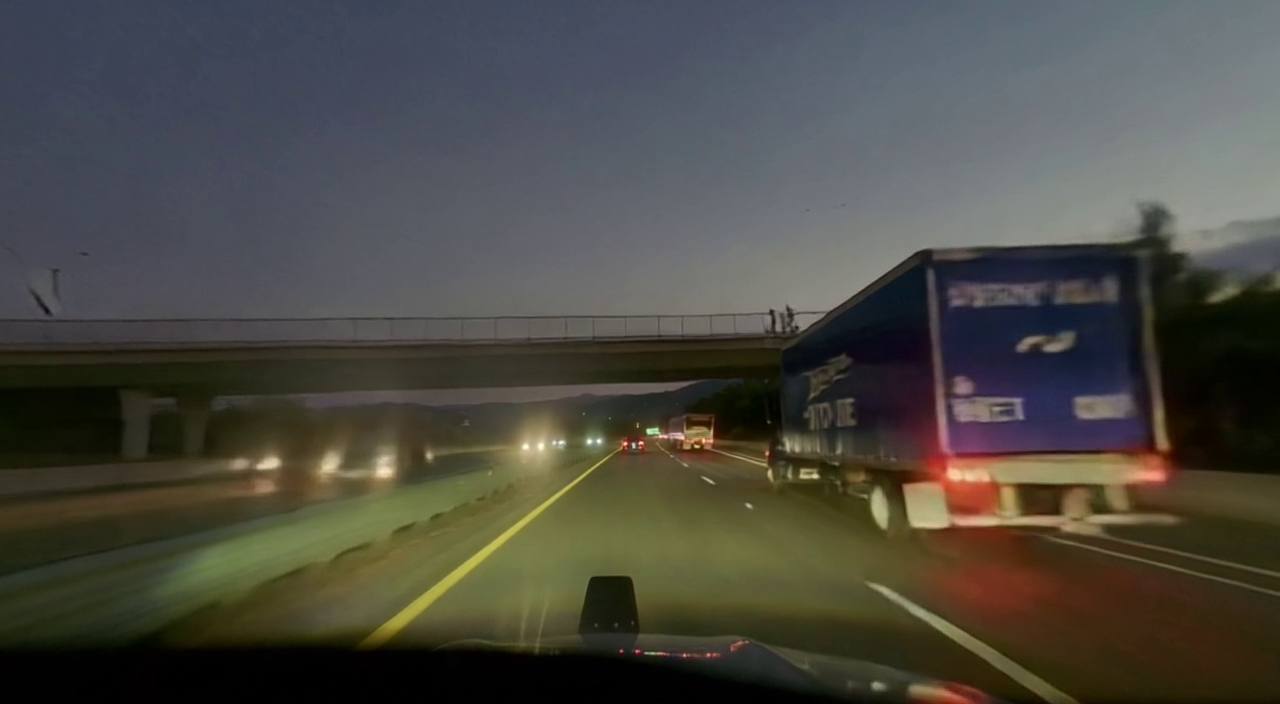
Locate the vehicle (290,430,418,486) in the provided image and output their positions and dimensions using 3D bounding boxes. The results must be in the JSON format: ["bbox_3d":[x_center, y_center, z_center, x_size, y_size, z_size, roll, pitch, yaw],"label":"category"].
[{"bbox_3d":[-8.734,3.233,19.728,2.012,1.526,4.235,0,-7,0],"label":"vehicle"}]

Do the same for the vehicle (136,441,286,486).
[{"bbox_3d":[-13.714,3.555,20.534,1.809,1.237,4.410,0,-7,0],"label":"vehicle"}]

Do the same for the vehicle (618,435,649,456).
[{"bbox_3d":[-0.439,6.269,42.463,1.996,1.325,4.029,0,-7,0],"label":"vehicle"}]

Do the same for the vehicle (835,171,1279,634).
[{"bbox_3d":[3.891,0.480,6.176,2.913,3.491,2.811,0,-7,-1],"label":"vehicle"}]

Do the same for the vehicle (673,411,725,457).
[{"bbox_3d":[3.717,5.378,41.195,2.715,2.746,6.550,0,-7,-1],"label":"vehicle"}]
